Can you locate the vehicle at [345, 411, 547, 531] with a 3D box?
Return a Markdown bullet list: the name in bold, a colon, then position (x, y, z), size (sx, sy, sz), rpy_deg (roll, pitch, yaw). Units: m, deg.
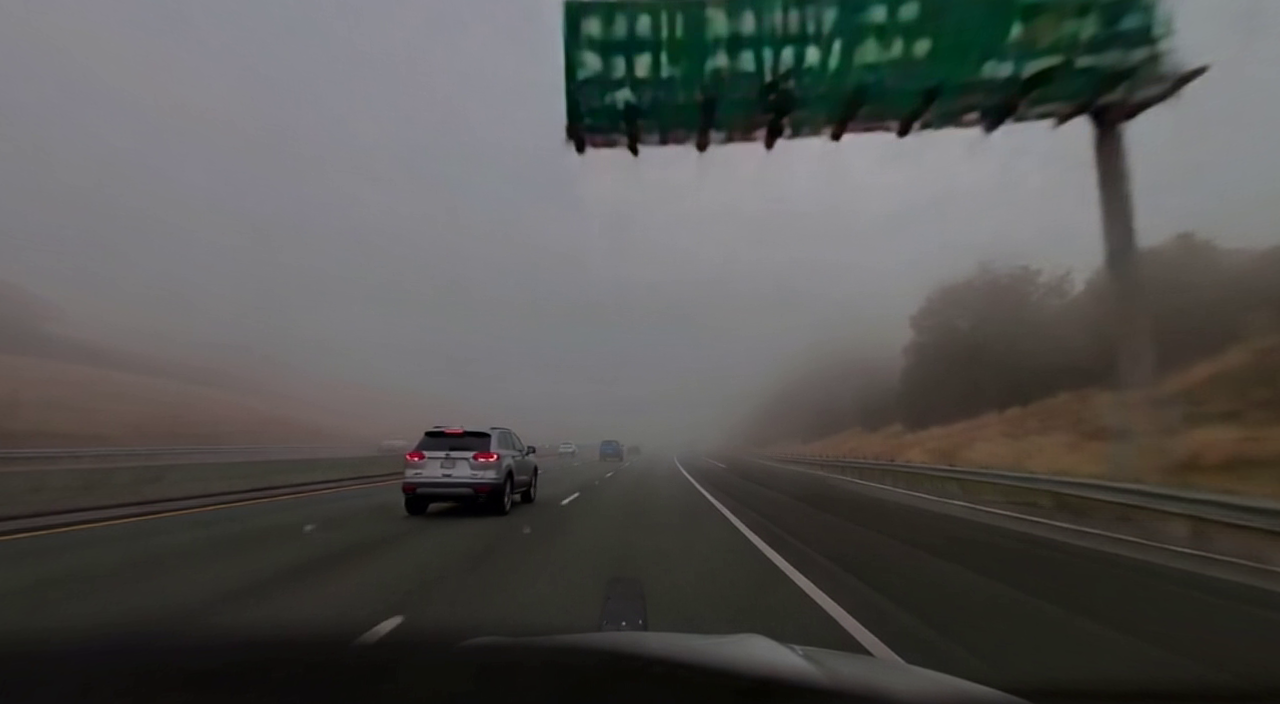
- **vehicle**: position (-3.387, 2.217, 12.264), size (2.218, 1.848, 4.789), rpy_deg (0, -9, 2)
